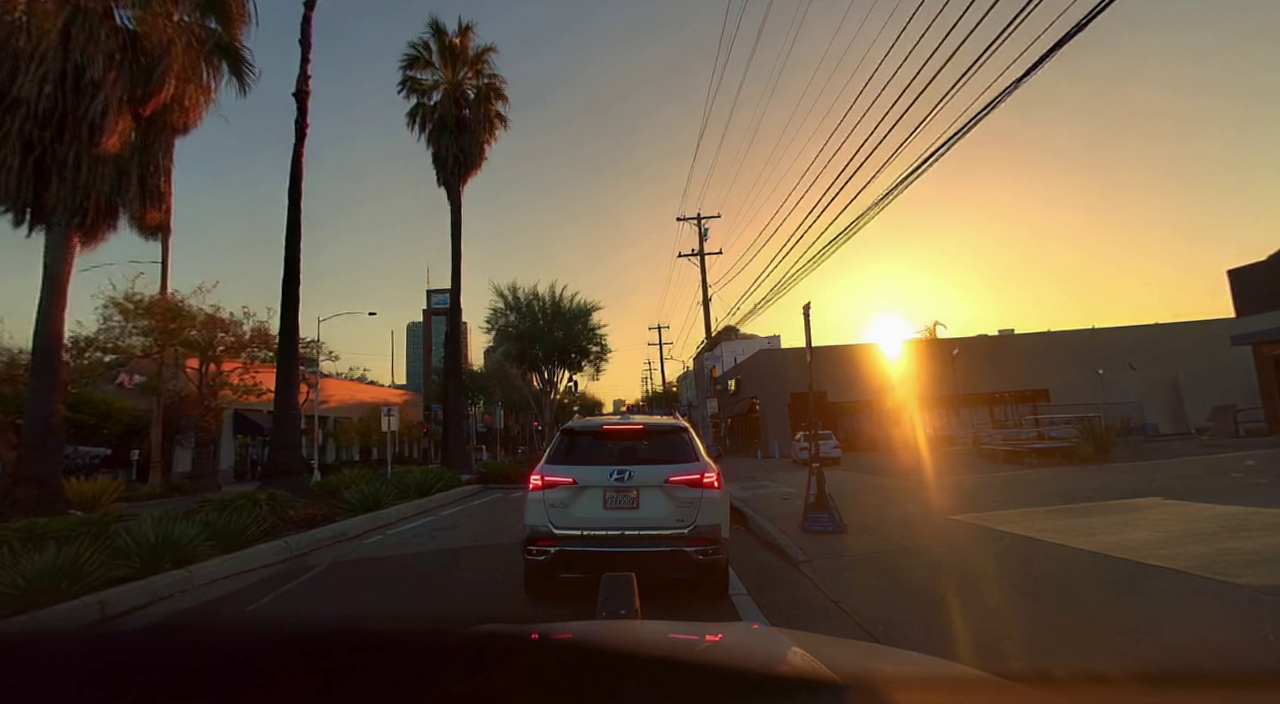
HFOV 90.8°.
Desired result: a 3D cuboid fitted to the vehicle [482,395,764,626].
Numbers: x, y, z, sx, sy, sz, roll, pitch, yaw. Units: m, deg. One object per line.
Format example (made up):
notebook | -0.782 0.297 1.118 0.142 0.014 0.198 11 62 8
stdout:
vehicle | -0.210 1.453 6.684 2.105 1.702 3.750 0 -8 -3
